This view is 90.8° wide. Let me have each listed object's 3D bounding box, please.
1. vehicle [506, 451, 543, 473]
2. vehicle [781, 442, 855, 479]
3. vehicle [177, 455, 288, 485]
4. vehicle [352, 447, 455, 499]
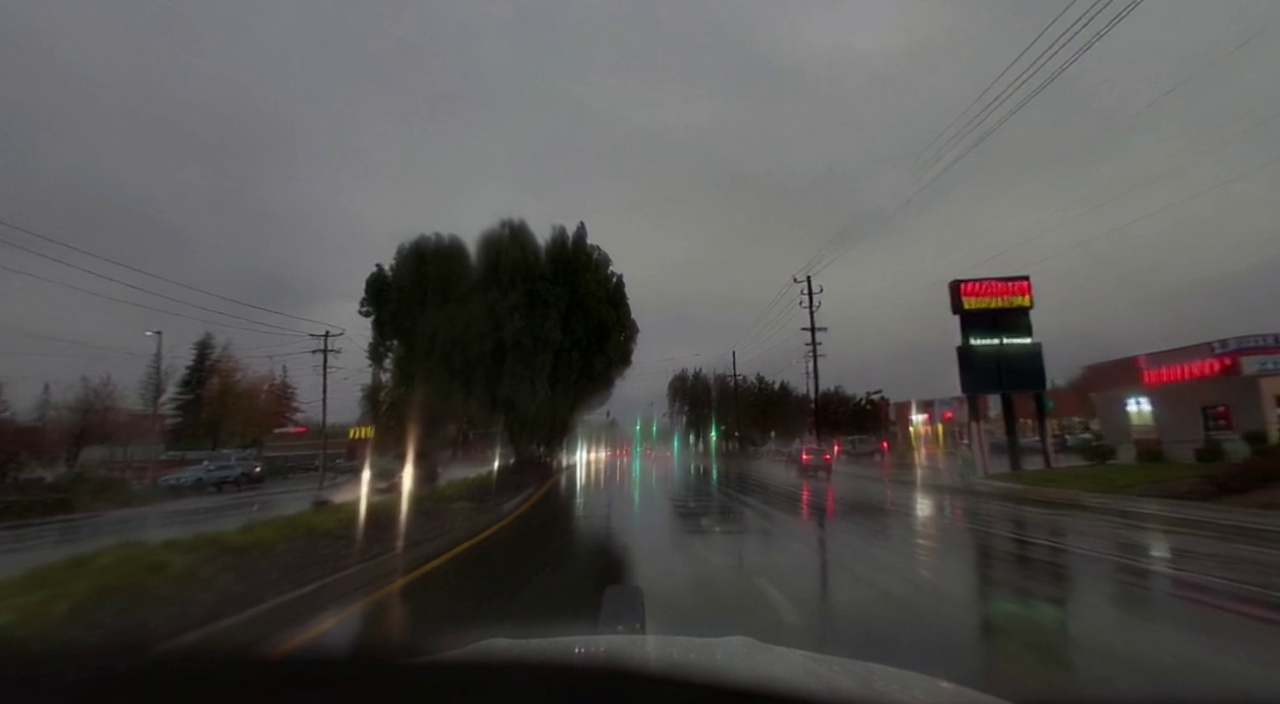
[{"bbox_3d":[-8.514,8.147,46.900,1.888,1.454,4.420,0,-8,1],"label":"vehicle"},{"bbox_3d":[9.371,5.713,33.789,2.358,1.785,5.404,0,-8,0],"label":"vehicle"},{"bbox_3d":[-28.436,8.237,44.273,6.009,1.888,2.416,0,-8,-2],"label":"vehicle"},{"bbox_3d":[-8.558,4.382,23.355,2.113,1.703,4.459,0,-8,0],"label":"vehicle"}]
